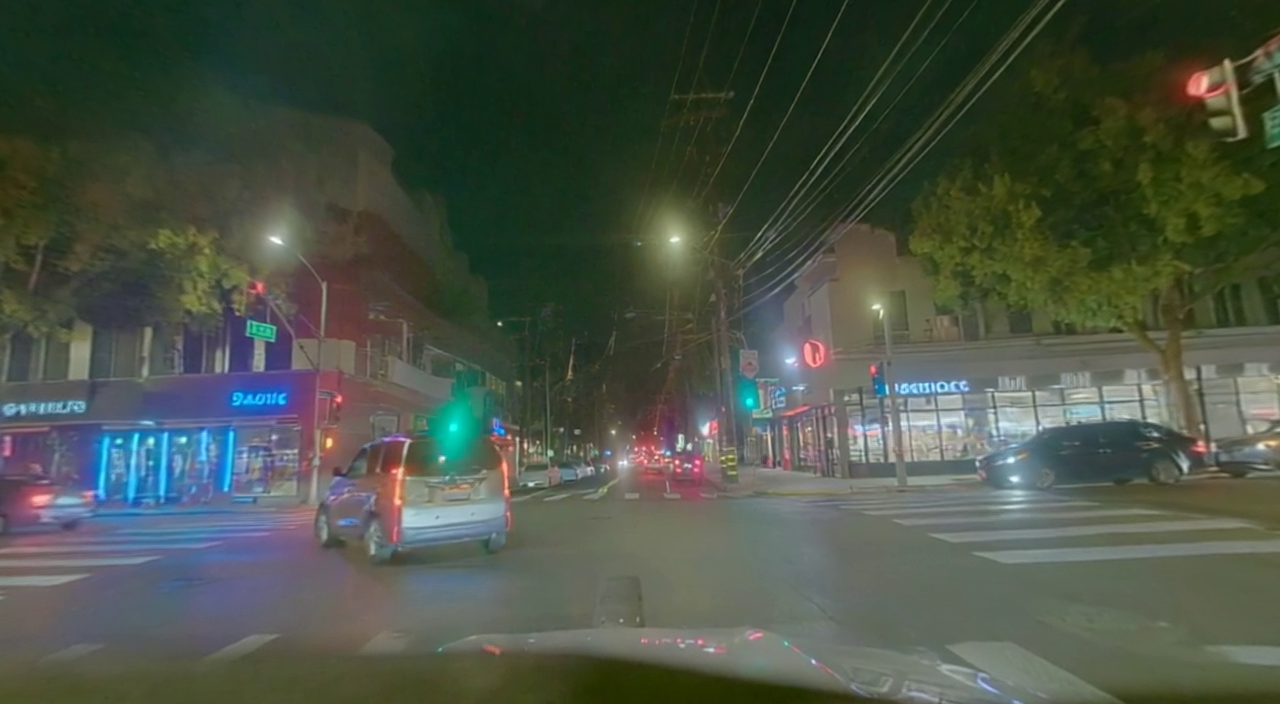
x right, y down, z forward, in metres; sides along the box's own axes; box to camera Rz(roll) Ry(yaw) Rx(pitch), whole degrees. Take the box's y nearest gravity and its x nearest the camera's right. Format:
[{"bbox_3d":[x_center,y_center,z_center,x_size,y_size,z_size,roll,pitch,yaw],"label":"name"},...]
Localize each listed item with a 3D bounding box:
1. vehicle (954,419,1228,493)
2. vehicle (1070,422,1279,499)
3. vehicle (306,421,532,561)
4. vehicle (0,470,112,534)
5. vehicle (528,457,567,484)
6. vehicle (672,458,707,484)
[{"bbox_3d":[12.307,2.901,17.674,5.716,1.894,2.433,0,-9,1],"label":"vehicle"},{"bbox_3d":[13.352,2.485,14.821,4.815,1.501,2.157,-3,-9,2],"label":"vehicle"},{"bbox_3d":[-4.105,2.312,11.239,2.440,1.882,4.611,6,-12,-36],"label":"vehicle"},{"bbox_3d":[-16.541,3.725,15.946,4.666,1.400,2.050,-1,-9,4],"label":"vehicle"},{"bbox_3d":[-6.408,8.268,44.159,2.044,1.711,4.048,0,-9,0],"label":"vehicle"},{"bbox_3d":[3.044,7.438,39.722,2.062,1.526,3.989,0,-9,2],"label":"vehicle"}]
